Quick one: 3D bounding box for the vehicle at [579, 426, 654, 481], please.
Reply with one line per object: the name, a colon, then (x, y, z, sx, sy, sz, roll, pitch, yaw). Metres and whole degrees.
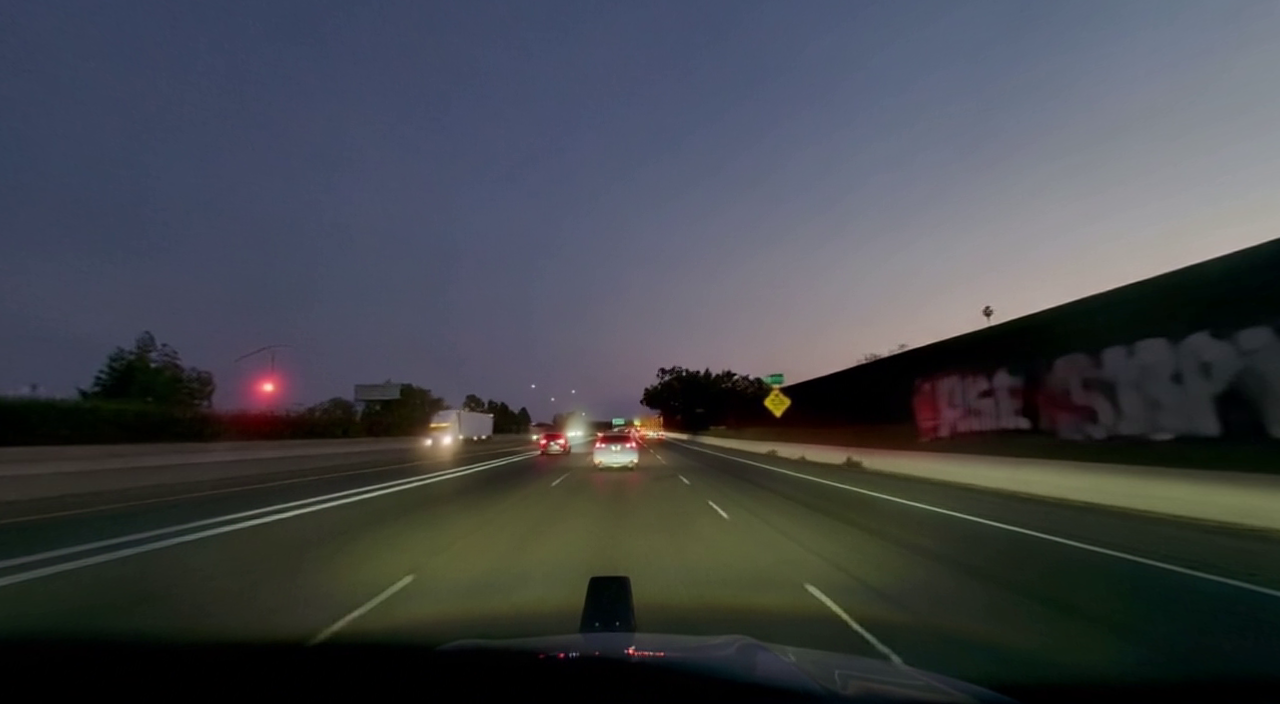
vehicle: (-0.685, 3.044, 19.149, 2.044, 1.477, 3.693, 0, -8, -1)

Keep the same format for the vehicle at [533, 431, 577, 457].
vehicle: (-4.941, 5.448, 37.304, 2.022, 1.440, 4.491, 0, -8, 0)
